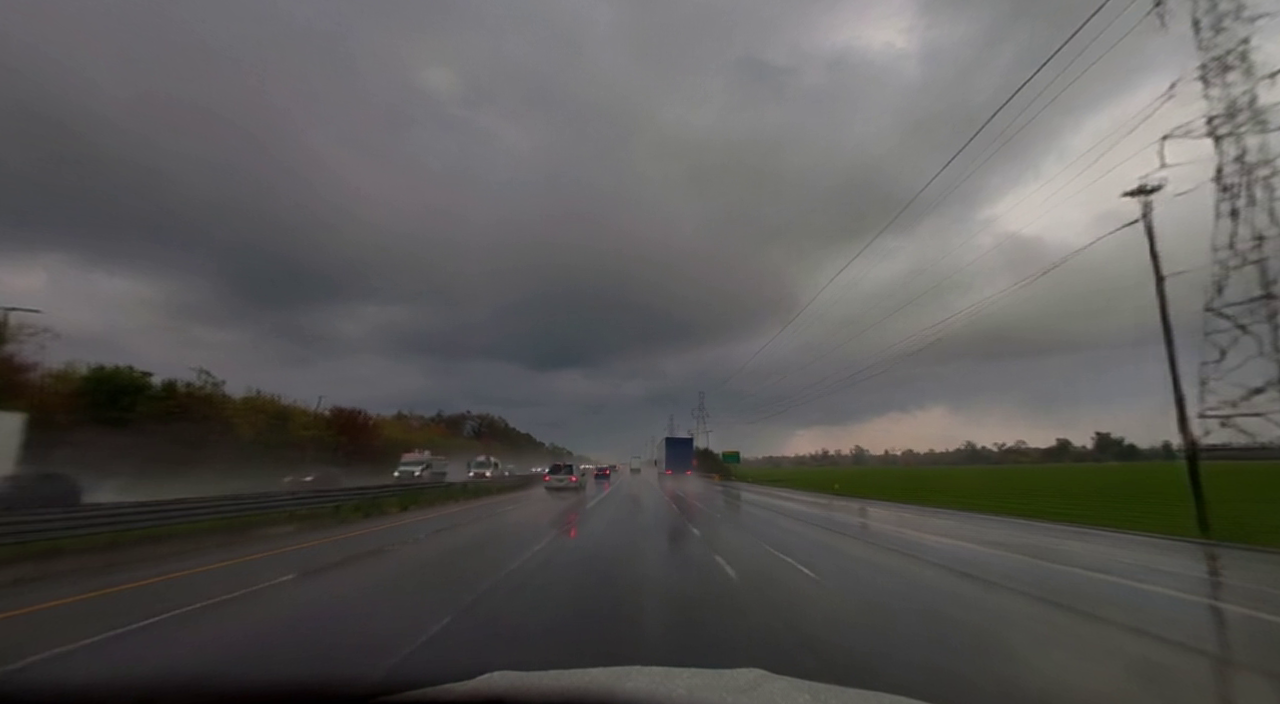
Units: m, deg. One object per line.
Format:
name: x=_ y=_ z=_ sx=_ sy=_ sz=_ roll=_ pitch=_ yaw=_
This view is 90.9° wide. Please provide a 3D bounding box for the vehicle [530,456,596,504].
vehicle: x=-2.991 y=5.116 z=25.354 sx=2.065 sy=1.722 sz=4.441 roll=1 pitch=-11 yaw=0
